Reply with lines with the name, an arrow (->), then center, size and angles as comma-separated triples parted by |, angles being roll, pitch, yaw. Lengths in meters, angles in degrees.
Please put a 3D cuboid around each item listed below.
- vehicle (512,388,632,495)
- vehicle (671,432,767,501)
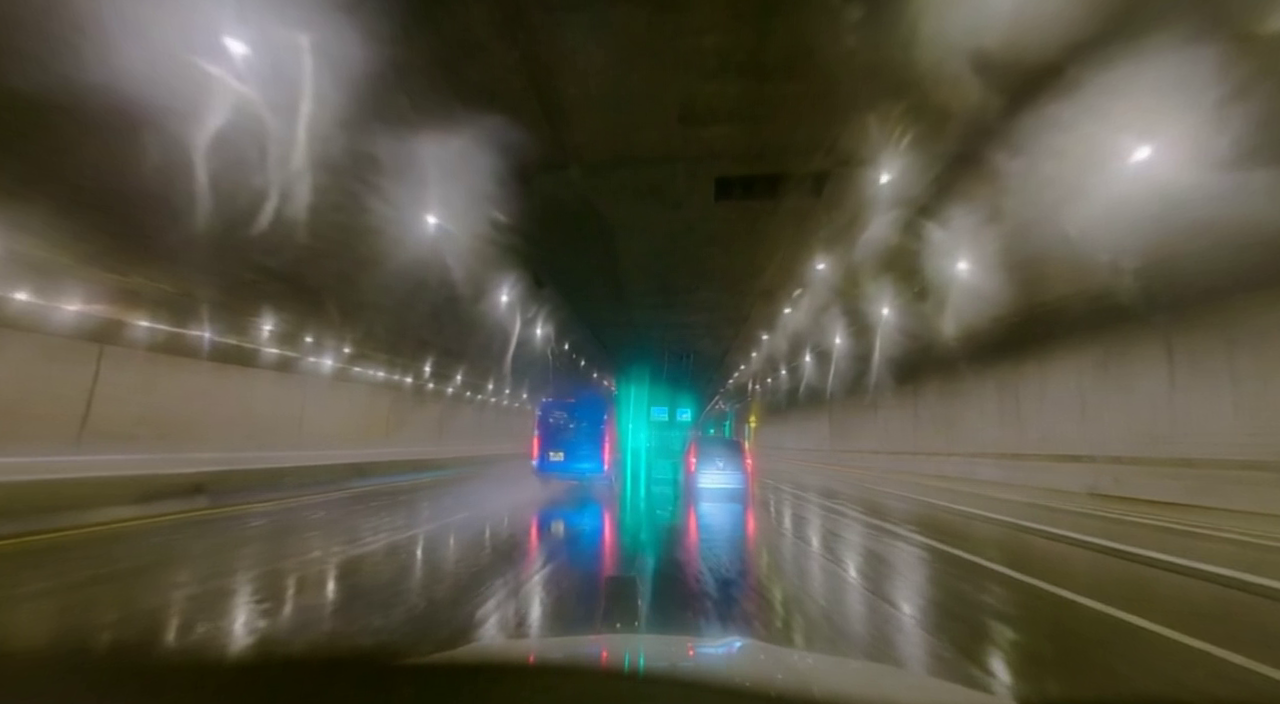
vehicle -> -1.618, 2.431, 17.228 | 2.404, 2.459, 5.229 | -1, -8, 3
vehicle -> 1.890, 2.890, 16.405 | 2.095, 1.553, 4.069 | -1, -8, 2
